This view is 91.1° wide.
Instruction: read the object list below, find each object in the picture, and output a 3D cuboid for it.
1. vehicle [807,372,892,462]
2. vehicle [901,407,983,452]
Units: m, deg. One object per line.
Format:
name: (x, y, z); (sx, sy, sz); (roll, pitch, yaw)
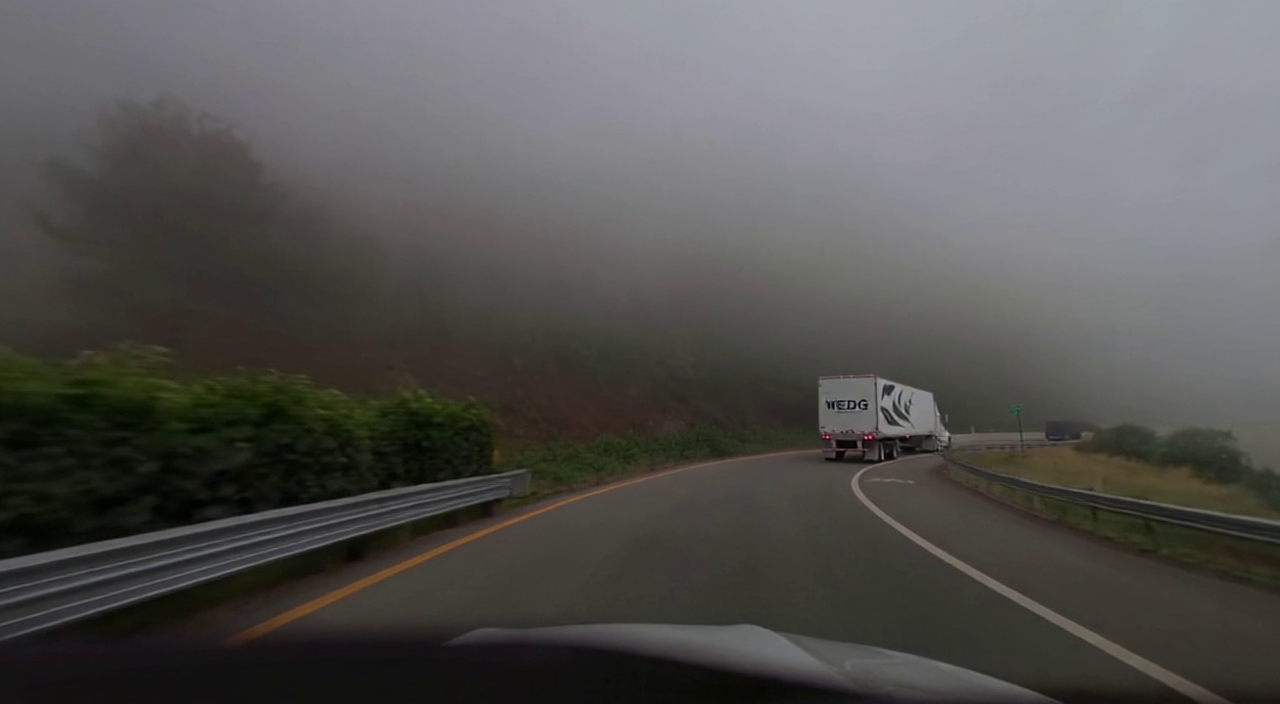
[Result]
vehicle: (9.532, 3.003, 28.462); (2.963, 3.771, 3.137); (-4, -9, 29)
vehicle: (18.677, 4.796, 38.673); (6.650, 2.524, 2.120); (7, -11, -43)
